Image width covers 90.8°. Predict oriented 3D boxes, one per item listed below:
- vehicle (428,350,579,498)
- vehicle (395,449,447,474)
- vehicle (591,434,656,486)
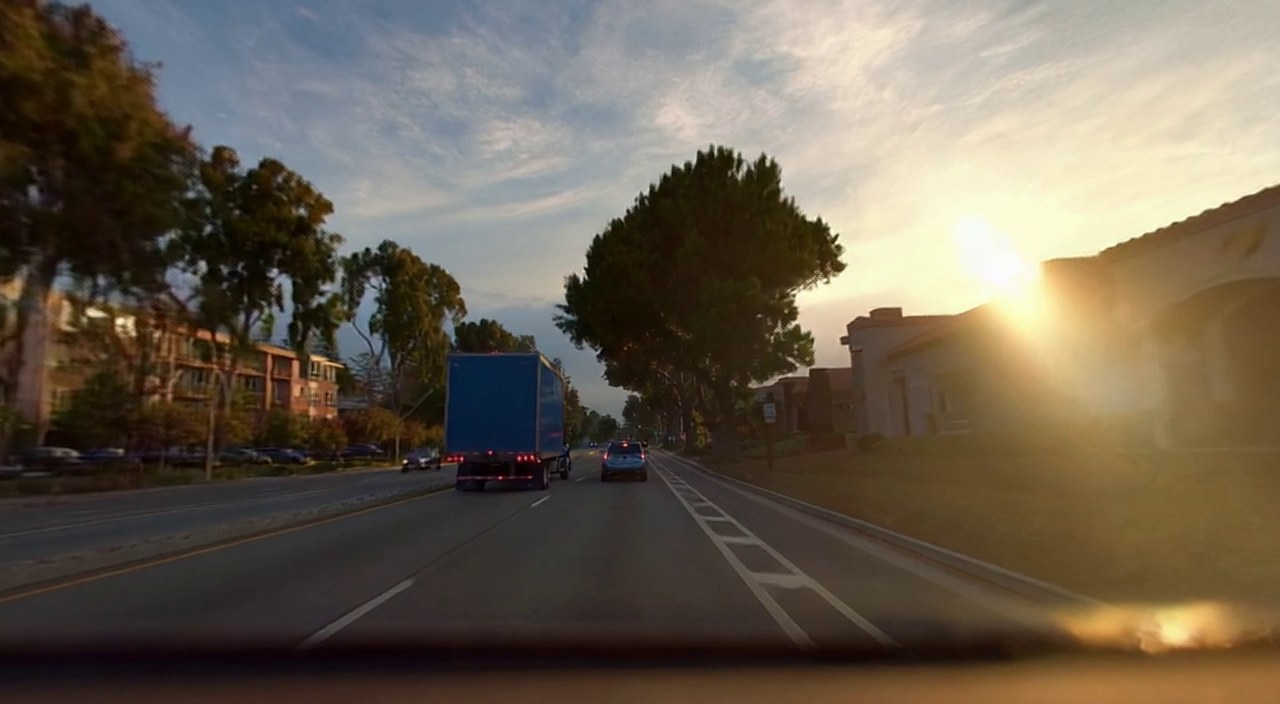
[{"bbox_3d":[-4.084,2.638,21.902,2.996,3.902,10.410,0,-9,-1],"label":"vehicle"},{"bbox_3d":[-14.729,7.385,42.759,1.993,1.568,4.645,0,-10,-2],"label":"vehicle"},{"bbox_3d":[-0.558,3.829,22.624,2.094,1.682,3.866,0,-9,-1],"label":"vehicle"}]
